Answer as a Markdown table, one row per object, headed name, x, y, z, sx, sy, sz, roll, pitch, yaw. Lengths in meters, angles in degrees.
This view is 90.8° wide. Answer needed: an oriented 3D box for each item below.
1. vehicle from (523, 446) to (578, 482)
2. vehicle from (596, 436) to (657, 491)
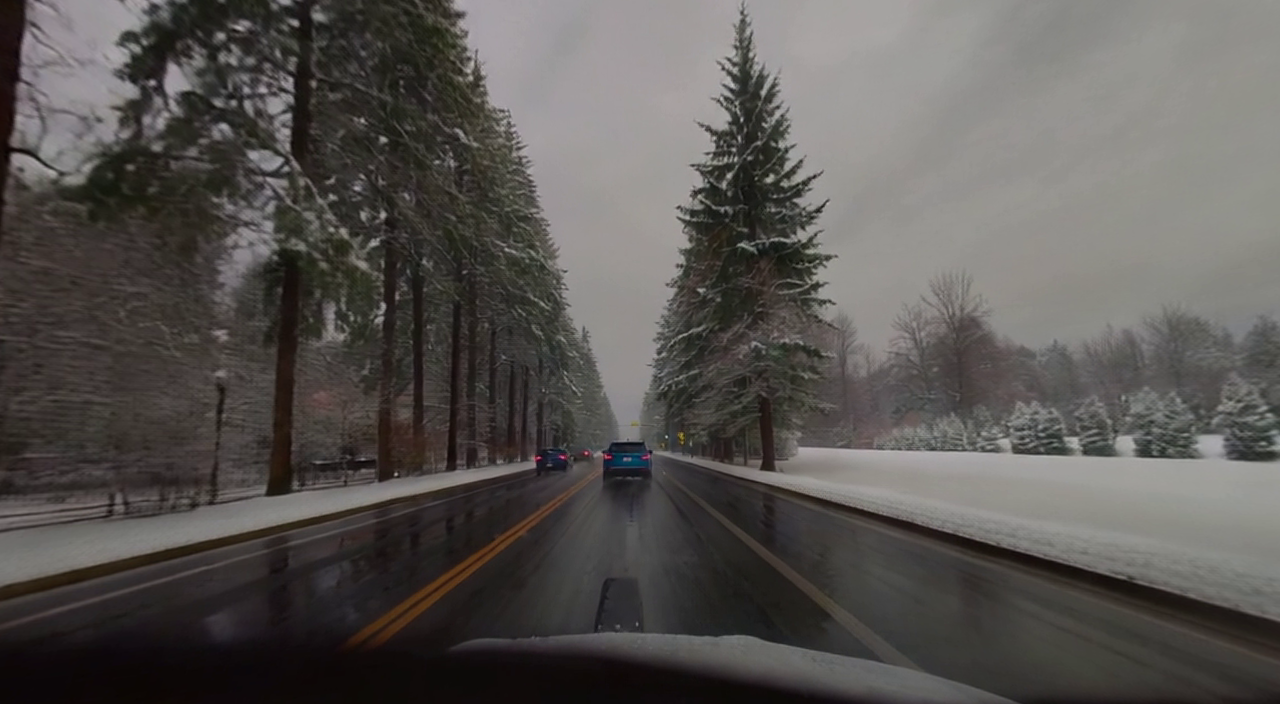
| name | x | y | z | sx | sy | sz | roll | pitch | yaw |
| --- | --- | --- | --- | --- | --- | --- | --- | --- | --- |
| vehicle | -4.155 | 5.248 | 29.859 | 1.936 | 1.538 | 4.016 | 0 | -8 | 1 |
| vehicle | -0.459 | 3.927 | 22.625 | 2.018 | 1.769 | 3.897 | 0 | -8 | 0 |
